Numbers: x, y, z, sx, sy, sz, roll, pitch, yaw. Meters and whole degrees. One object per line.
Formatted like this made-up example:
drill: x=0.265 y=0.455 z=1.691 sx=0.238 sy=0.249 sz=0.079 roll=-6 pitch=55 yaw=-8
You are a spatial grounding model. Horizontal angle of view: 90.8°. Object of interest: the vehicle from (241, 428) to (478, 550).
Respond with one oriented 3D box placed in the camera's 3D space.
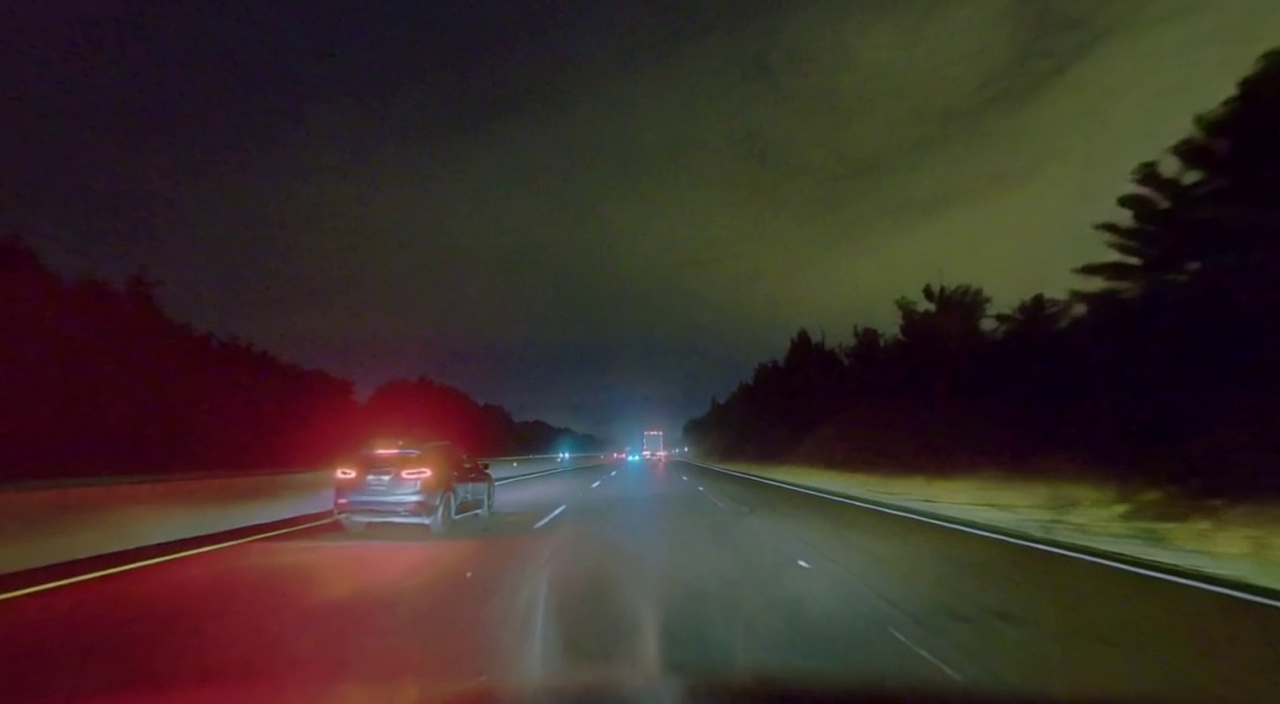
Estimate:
vehicle: x=-4.221 y=2.121 z=10.385 sx=2.035 sy=1.595 sz=4.022 roll=0 pitch=-9 yaw=0
